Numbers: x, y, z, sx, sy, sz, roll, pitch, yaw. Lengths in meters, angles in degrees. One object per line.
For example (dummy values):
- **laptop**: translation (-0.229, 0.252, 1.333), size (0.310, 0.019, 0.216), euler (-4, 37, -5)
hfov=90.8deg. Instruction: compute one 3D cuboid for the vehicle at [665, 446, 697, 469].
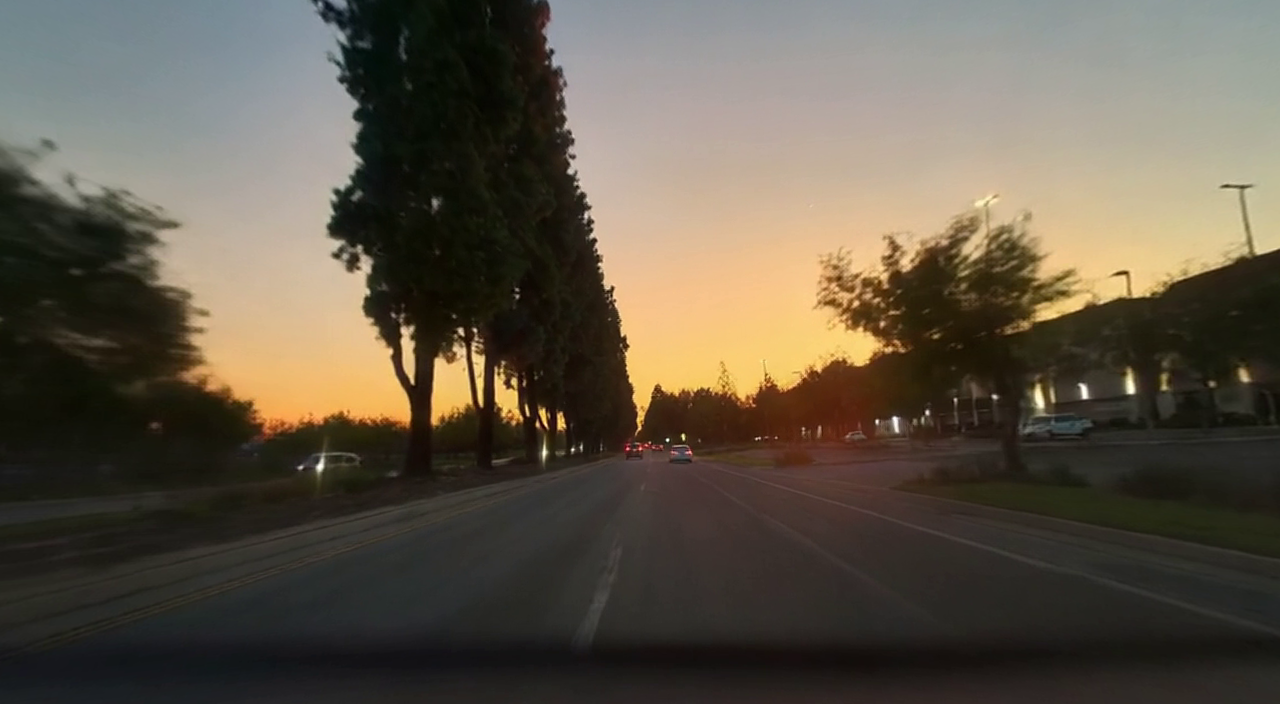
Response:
- **vehicle**: translation (2.773, 7.211, 43.486), size (1.925, 1.488, 4.271), euler (0, -8, 0)
